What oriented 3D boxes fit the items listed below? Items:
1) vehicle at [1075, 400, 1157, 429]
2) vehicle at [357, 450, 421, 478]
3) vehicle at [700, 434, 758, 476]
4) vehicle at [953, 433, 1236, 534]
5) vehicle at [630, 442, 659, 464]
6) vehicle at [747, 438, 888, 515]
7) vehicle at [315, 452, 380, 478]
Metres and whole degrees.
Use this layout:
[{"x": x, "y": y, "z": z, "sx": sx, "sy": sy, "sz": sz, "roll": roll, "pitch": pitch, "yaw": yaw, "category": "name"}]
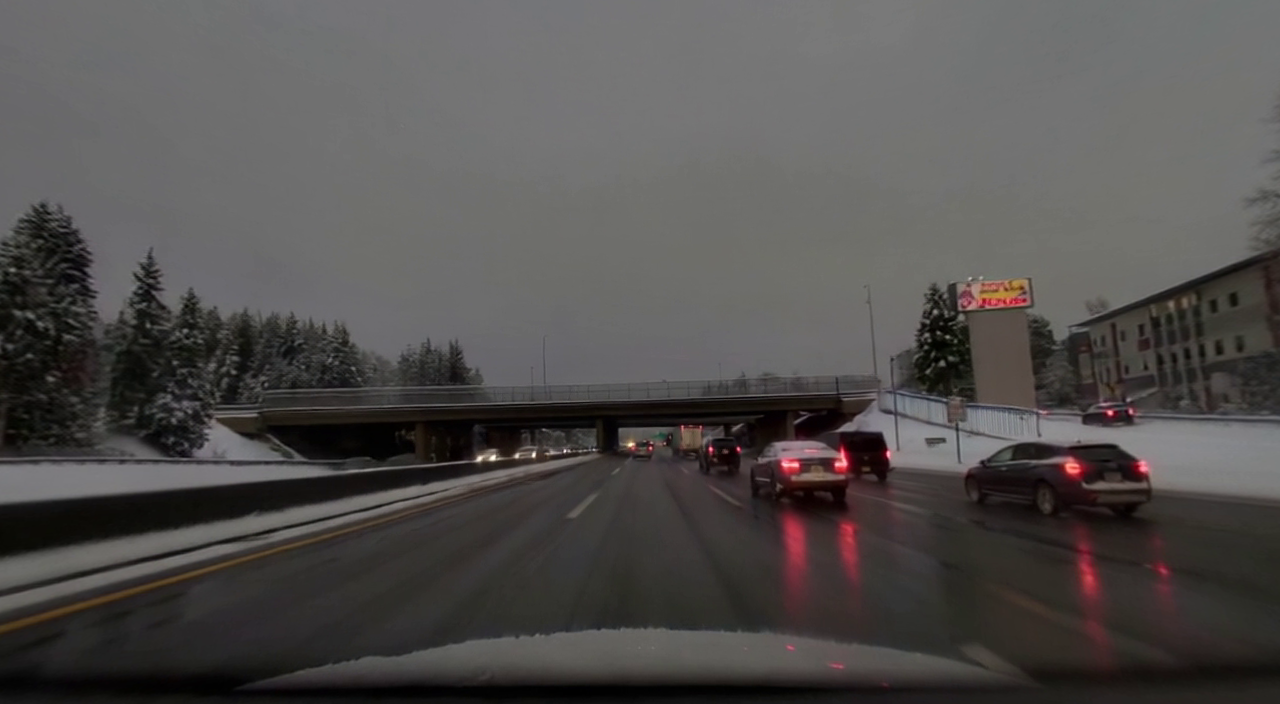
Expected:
[{"x": 33.329, "y": 4.445, "z": 44.374, "sx": 2.131, "sy": 1.840, "sz": 4.870, "roll": -1, "pitch": -8, "yaw": 4, "category": "vehicle"}, {"x": -14.806, "y": 6.617, "z": 37.431, "sx": 1.897, "sy": 1.497, "sz": 4.446, "roll": 0, "pitch": -8, "yaw": 1, "category": "vehicle"}, {"x": 4.244, "y": 4.994, "z": 30.876, "sx": 2.086, "sy": 1.858, "sz": 4.737, "roll": 0, "pitch": -8, "yaw": -1, "category": "vehicle"}, {"x": 7.787, "y": 2.259, "z": 11.503, "sx": 1.919, "sy": 1.476, "sz": 4.303, "roll": 0, "pitch": -8, "yaw": 0, "category": "vehicle"}, {"x": 0.350, "y": 7.815, "z": 48.940, "sx": 2.124, "sy": 1.639, "sz": 4.122, "roll": 0, "pitch": -8, "yaw": 0, "category": "vehicle"}, {"x": 3.849, "y": 2.752, "z": 14.574, "sx": 1.902, "sy": 1.481, "sz": 4.451, "roll": 0, "pitch": -8, "yaw": -1, "category": "vehicle"}, {"x": -18.694, "y": 7.215, "z": 40.578, "sx": 1.860, "sy": 1.483, "sz": 4.649, "roll": 0, "pitch": -8, "yaw": 1, "category": "vehicle"}]
